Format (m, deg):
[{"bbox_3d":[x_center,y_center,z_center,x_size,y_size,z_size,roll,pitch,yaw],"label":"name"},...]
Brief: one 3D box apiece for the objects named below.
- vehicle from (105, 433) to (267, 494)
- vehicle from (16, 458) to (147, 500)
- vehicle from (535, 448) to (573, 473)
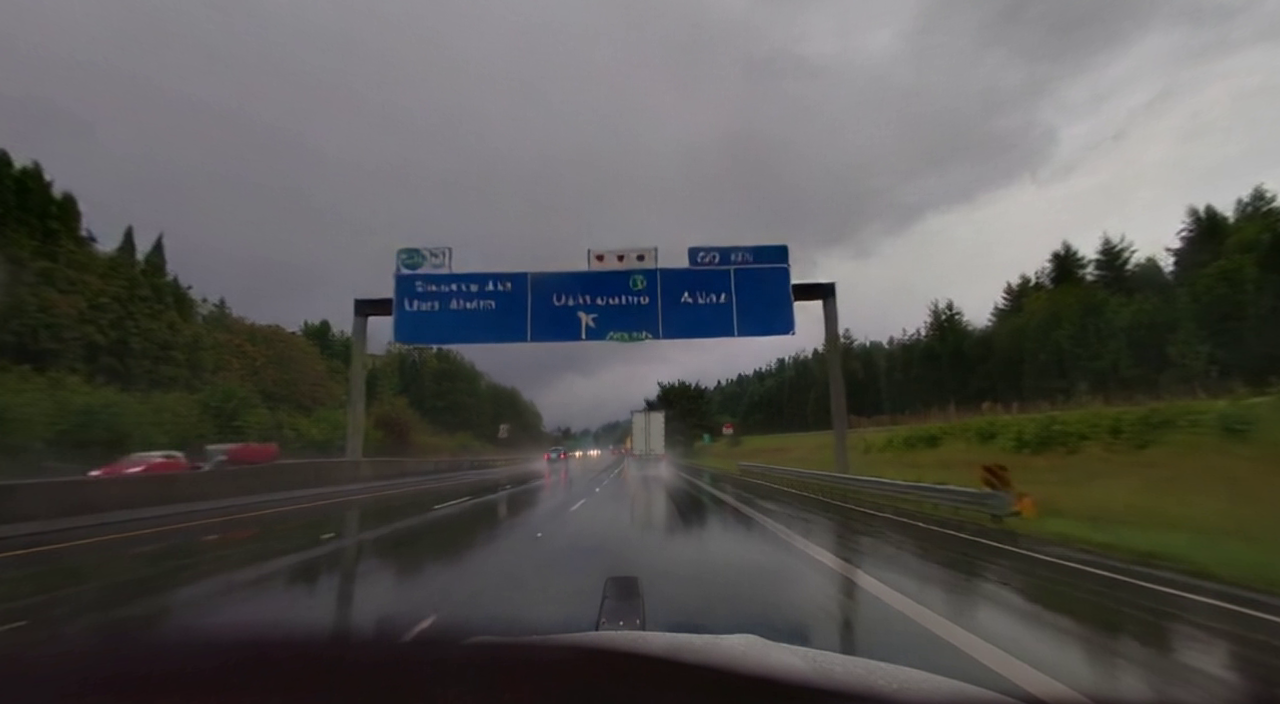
[{"bbox_3d":[-20.609,5.118,29.241,2.562,2.458,6.575,0,-9,0],"label":"vehicle"},{"bbox_3d":[-20.463,4.635,23.310,1.540,1.366,3.516,0,-9,1],"label":"vehicle"},{"bbox_3d":[-6.386,8.093,47.361,2.119,1.754,4.404,0,-9,1],"label":"vehicle"}]
